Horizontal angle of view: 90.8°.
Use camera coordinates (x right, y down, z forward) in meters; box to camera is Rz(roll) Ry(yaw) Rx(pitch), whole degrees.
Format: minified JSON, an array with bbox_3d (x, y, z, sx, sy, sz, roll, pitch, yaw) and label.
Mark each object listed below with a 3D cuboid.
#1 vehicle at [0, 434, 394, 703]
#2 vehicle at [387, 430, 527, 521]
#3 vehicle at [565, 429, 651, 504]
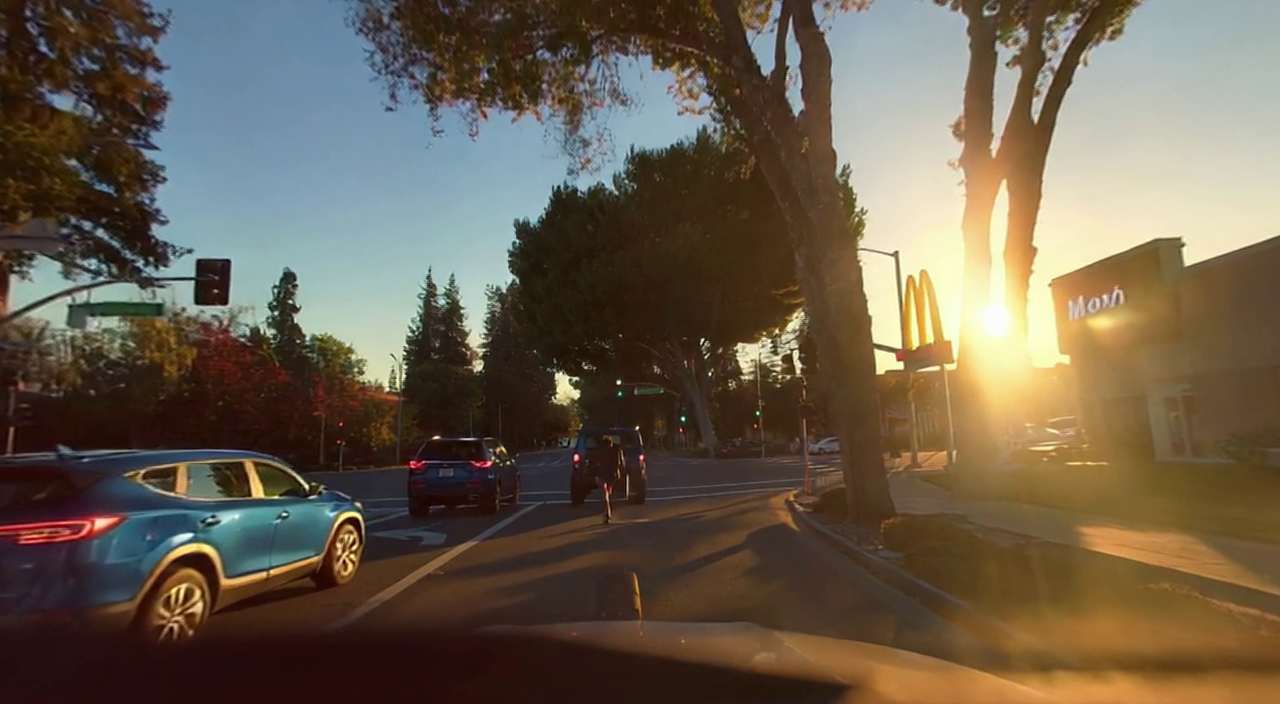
[{"bbox_3d":[-3.976,1.489,5.428,1.941,1.479,4.541,0,-8,-1],"label":"vehicle"},{"bbox_3d":[-4.136,2.855,15.197,2.130,1.819,4.497,0,-8,-2],"label":"vehicle"},{"bbox_3d":[-0.933,3.314,18.766,2.224,1.923,4.643,1,-8,-3],"label":"vehicle"}]
